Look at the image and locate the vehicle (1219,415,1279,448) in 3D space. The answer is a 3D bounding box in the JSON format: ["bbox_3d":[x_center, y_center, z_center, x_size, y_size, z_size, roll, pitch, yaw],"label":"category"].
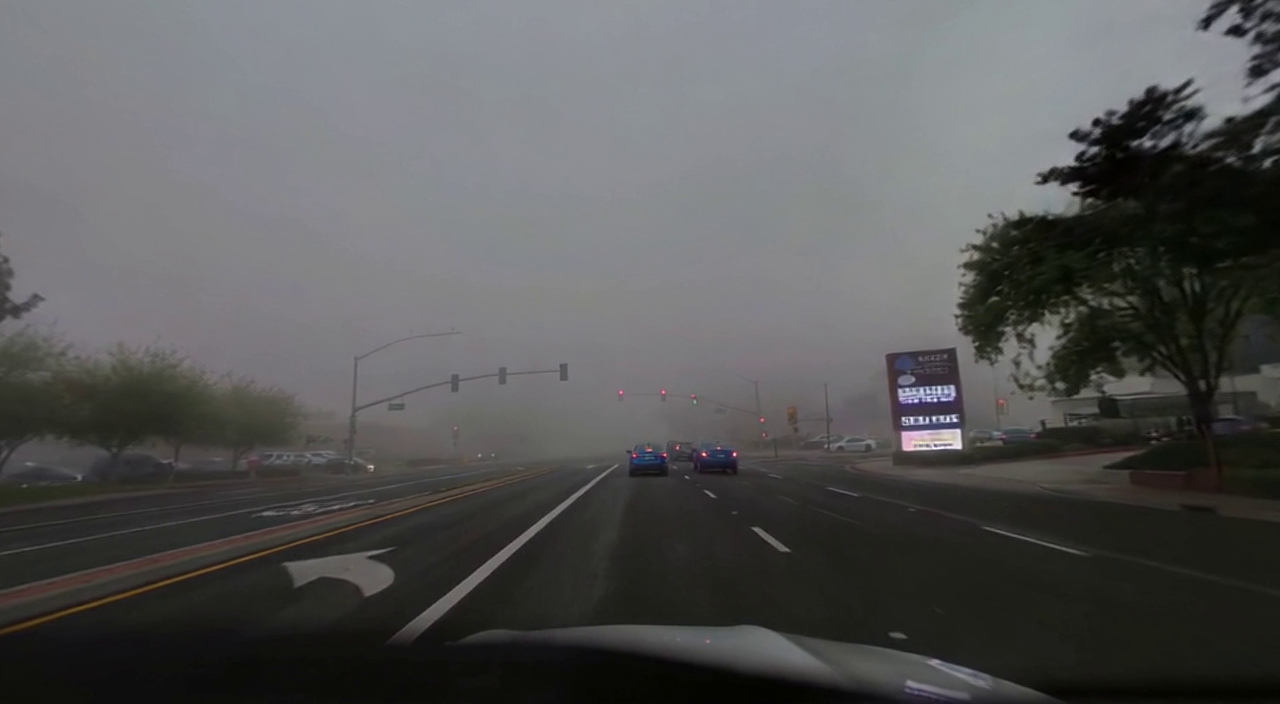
[{"bbox_3d":[29.450,3.776,29.895,1.951,1.443,4.614,-5,-10,30],"label":"vehicle"}]

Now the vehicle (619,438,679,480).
[{"bbox_3d":[0.317,4.124,24.633,2.135,1.468,4.076,0,-8,0],"label":"vehicle"}]

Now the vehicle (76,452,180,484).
[{"bbox_3d":[-31.141,7.037,38.528,4.471,1.829,2.071,0,-8,-2],"label":"vehicle"}]

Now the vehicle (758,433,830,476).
[{"bbox_3d":[6.654,4.462,27.783,2.009,1.700,4.275,0,-8,-1],"label":"vehicle"}]

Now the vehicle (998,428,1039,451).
[{"bbox_3d":[26.146,6.052,43.538,2.222,1.538,4.817,-6,-10,32],"label":"vehicle"}]

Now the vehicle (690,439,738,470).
[{"bbox_3d":[3.762,5.307,32.865,1.889,1.473,4.643,0,-8,-1],"label":"vehicle"}]
